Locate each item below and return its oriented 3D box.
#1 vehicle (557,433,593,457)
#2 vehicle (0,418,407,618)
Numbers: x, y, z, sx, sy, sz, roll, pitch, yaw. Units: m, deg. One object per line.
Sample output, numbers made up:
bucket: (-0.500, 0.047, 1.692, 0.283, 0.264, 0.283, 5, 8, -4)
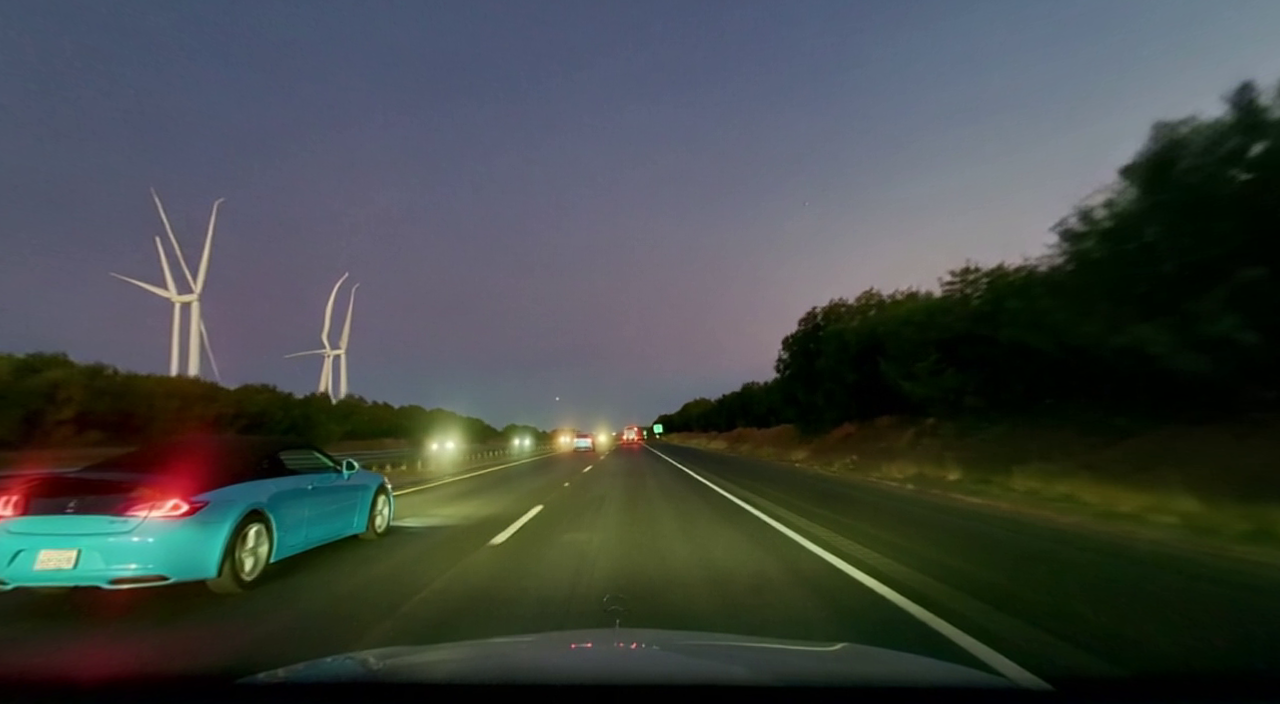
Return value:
vehicle: (-4.137, 6.005, 40.646, 2.024, 1.456, 3.754, 0, -8, -1)
vehicle: (-4.204, 1.469, 6.642, 1.969, 1.413, 4.194, 0, -8, -1)
